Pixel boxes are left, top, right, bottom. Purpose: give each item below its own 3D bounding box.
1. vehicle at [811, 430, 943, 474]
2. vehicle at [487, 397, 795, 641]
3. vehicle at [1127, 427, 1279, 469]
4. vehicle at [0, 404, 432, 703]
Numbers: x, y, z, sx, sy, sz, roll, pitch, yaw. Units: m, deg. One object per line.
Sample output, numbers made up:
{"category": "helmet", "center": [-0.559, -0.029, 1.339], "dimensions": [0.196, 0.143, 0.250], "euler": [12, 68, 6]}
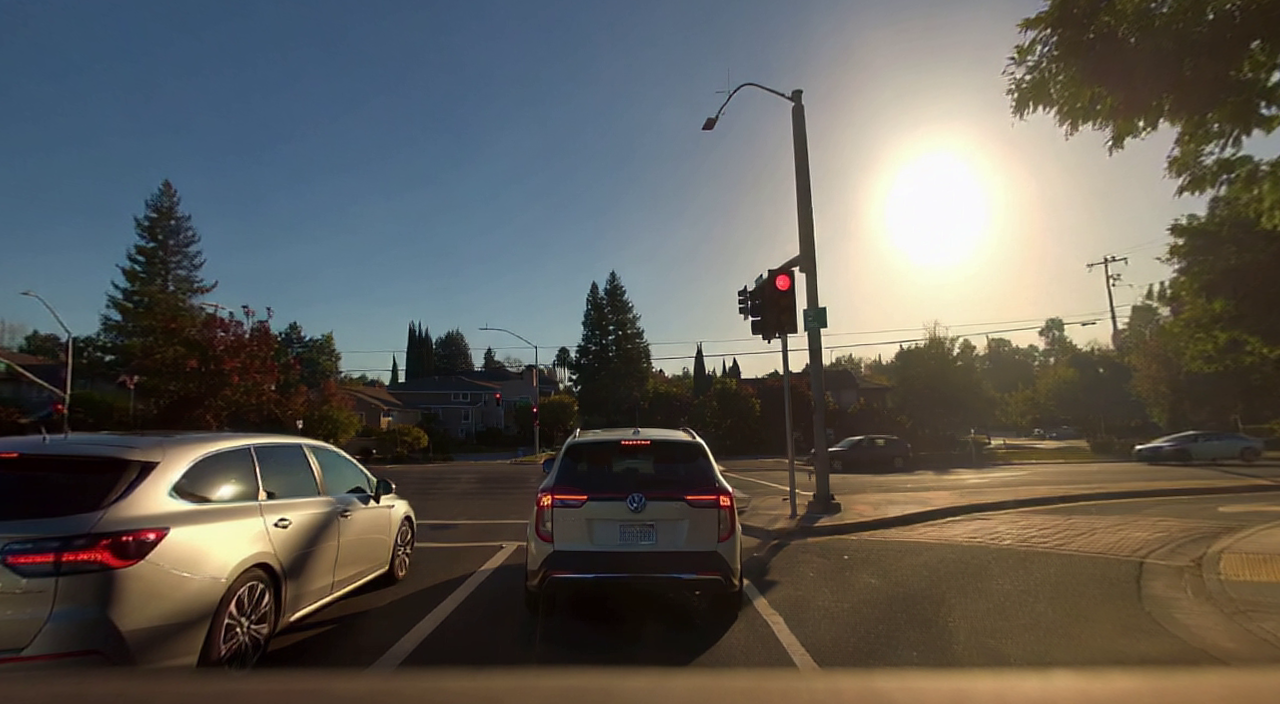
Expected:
{"category": "vehicle", "center": [10.023, 4.276, 27.075], "dimensions": [4.887, 1.769, 2.035], "euler": [-1, -9, 6]}
{"category": "vehicle", "center": [-0.128, 1.470, 6.565], "dimensions": [2.154, 1.670, 4.140], "euler": [1, -9, -4]}
{"category": "vehicle", "center": [23.028, 3.897, 25.676], "dimensions": [4.670, 1.616, 1.926], "euler": [-1, -9, 6]}
{"category": "vehicle", "center": [-3.281, 1.280, 4.729], "dimensions": [2.035, 1.492, 4.415], "euler": [0, -9, -2]}
